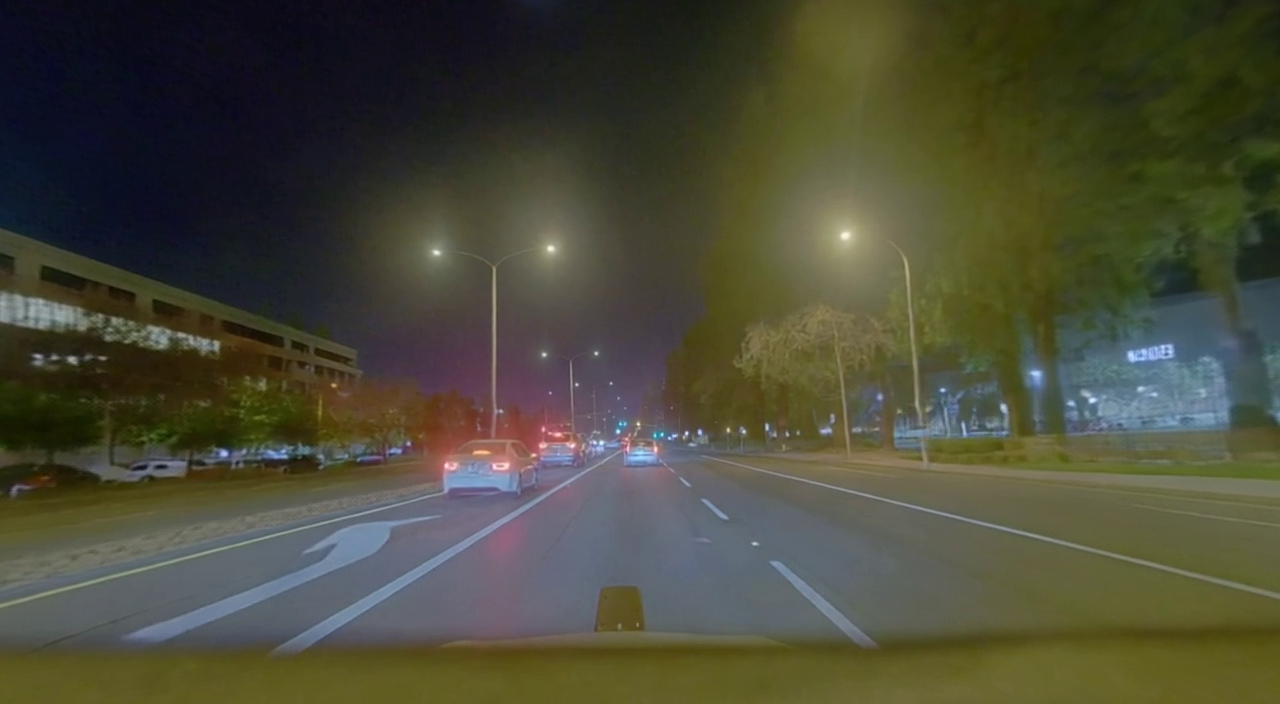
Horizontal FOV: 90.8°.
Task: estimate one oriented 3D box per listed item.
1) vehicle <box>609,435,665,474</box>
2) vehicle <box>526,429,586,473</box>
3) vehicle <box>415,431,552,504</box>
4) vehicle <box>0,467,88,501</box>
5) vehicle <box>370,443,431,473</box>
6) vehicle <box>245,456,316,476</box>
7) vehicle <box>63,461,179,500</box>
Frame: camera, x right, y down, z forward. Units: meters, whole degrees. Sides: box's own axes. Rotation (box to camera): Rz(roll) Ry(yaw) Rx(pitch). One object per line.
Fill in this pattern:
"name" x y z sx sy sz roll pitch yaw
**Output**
"vehicle" -0.133 4.200 26.088 2.126 1.475 3.967 0 -8 -1
"vehicle" -3.517 4.251 27.267 2.046 1.751 4.208 0 -8 0
"vehicle" -3.537 2.717 15.272 2.139 1.487 4.453 0 -8 1
"vehicle" -29.154 6.247 29.994 4.193 1.435 1.770 0 -8 0
"vehicle" -13.134 5.820 34.906 1.879 1.503 4.274 0 -8 -2
"vehicle" -27.558 8.736 48.537 4.300 1.427 1.877 1 -8 -7
"vehicle" -28.720 7.085 35.078 4.586 1.682 2.003 -3 -8 -4
